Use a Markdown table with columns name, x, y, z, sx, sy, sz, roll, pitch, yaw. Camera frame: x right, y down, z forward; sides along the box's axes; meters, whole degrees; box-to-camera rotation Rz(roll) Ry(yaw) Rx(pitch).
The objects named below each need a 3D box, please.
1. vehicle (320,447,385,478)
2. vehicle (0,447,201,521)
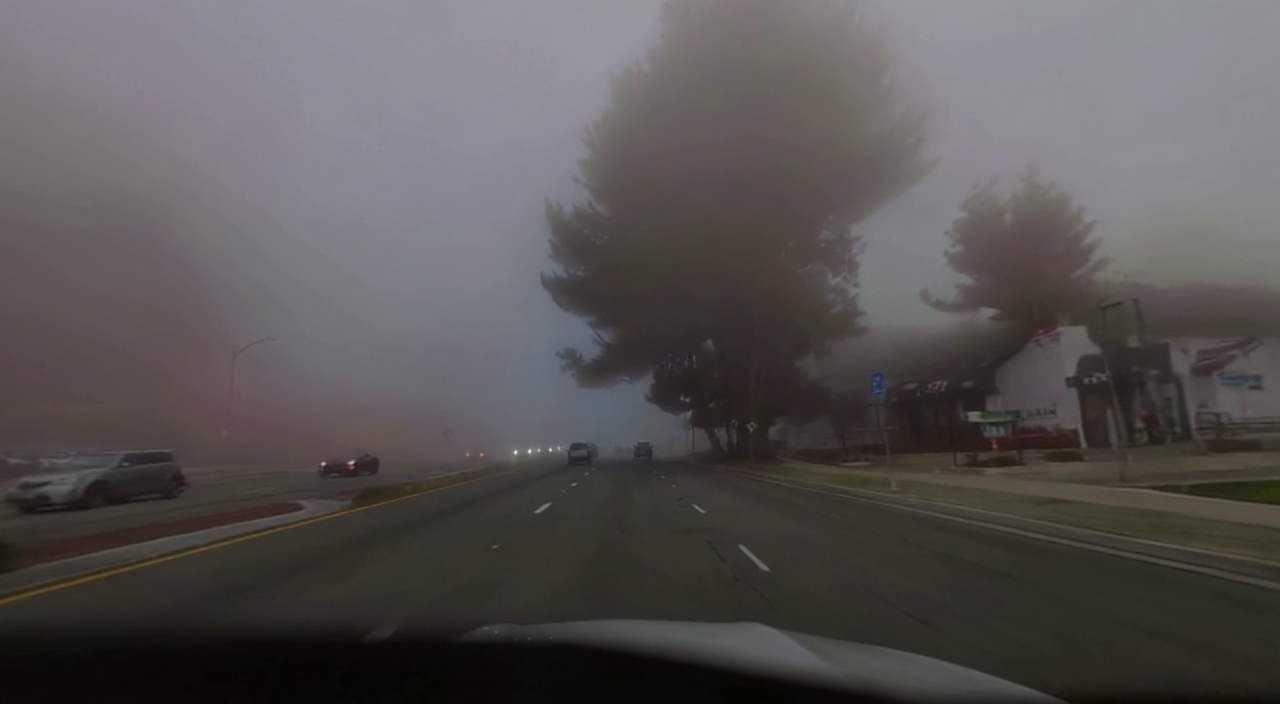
| name | x | y | z | sx | sy | sz | roll | pitch | yaw |
| --- | --- | --- | --- | --- | --- | --- | --- | --- | --- |
| vehicle | -18.788 | 7.214 | 41.565 | 2.129 | 1.797 | 4.866 | -3 | -8 | -1 |
| vehicle | -14.896 | 3.518 | 17.507 | 2.011 | 1.655 | 5.029 | -2 | -8 | -2 |
